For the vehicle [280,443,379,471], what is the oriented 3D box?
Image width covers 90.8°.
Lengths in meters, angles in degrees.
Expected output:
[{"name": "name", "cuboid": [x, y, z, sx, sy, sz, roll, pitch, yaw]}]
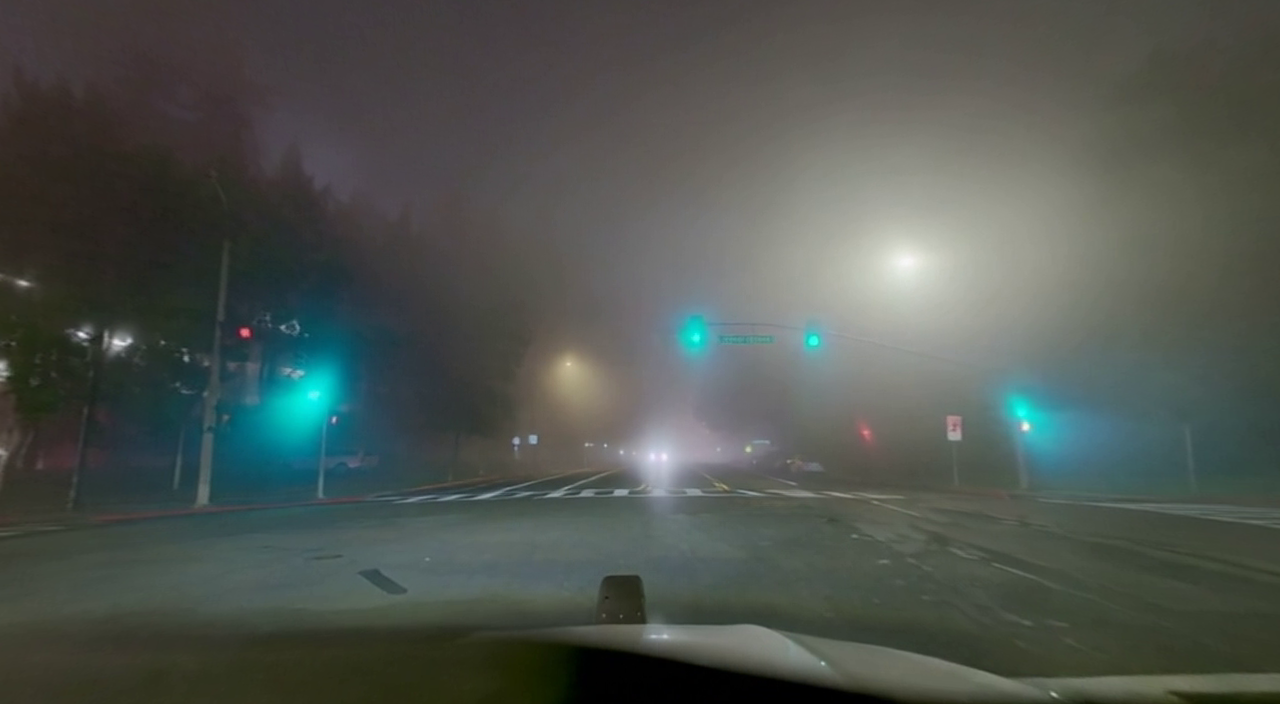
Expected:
[{"name": "vehicle", "cuboid": [-18.123, 6.131, 37.052, 4.765, 1.593, 1.891, 0, -9, -1]}]
